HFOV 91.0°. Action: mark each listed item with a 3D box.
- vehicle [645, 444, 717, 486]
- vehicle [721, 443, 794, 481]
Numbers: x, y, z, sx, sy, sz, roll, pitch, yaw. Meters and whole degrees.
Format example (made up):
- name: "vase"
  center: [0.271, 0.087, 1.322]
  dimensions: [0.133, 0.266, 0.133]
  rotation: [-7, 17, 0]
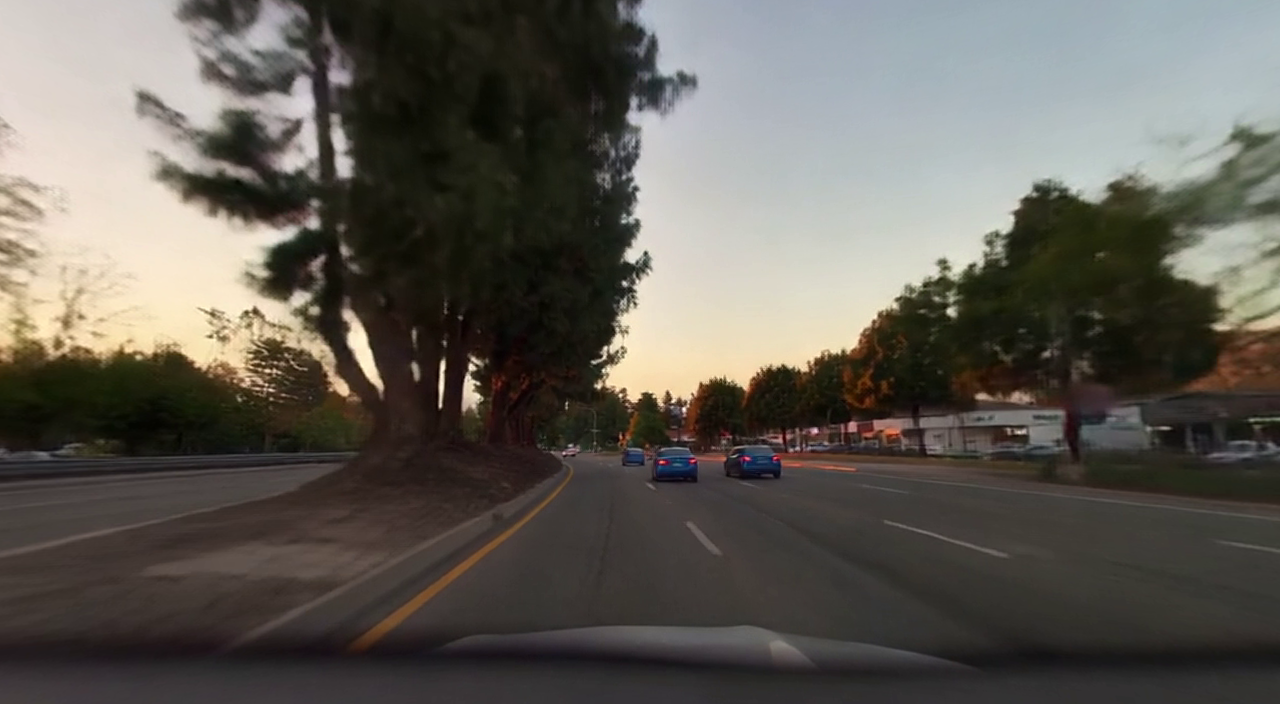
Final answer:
- name: "vehicle"
  center: [1.463, 4.316, 24.336]
  dimensions: [2.077, 1.464, 4.134]
  rotation: [1, -9, -6]
- name: "vehicle"
  center: [4.909, 4.673, 27.031]
  dimensions: [1.901, 1.474, 4.363]
  rotation: [1, -9, -6]
